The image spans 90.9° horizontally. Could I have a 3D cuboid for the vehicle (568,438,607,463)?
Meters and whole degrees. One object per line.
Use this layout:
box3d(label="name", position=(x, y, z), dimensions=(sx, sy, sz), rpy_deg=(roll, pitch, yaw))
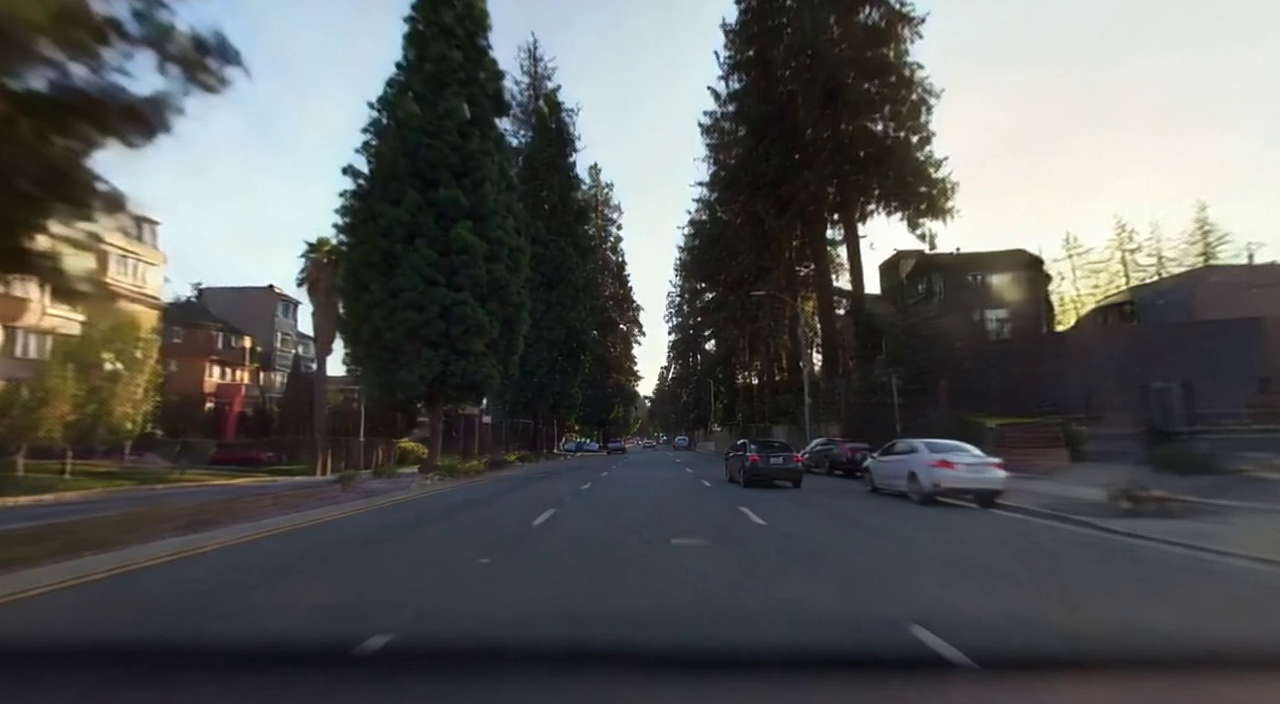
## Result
box3d(label="vehicle", position=(-3.289, 6.322, 40.497), dimensions=(2.049, 1.485, 4.656), rpy_deg=(0, -8, 0))

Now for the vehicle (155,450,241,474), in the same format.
box3d(label="vehicle", position=(-30.573, 7.581, 43.659), dimensions=(2.058, 1.461, 4.498), rpy_deg=(-8, -12, 44))

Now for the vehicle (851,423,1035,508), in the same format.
box3d(label="vehicle", position=(7.010, 2.685, 15.337), dimensions=(2.121, 1.727, 4.789), rpy_deg=(0, -8, 0))

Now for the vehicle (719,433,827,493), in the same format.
box3d(label="vehicle", position=(3.631, 3.128, 18.168), dimensions=(2.128, 1.502, 4.572), rpy_deg=(0, -8, 0))
